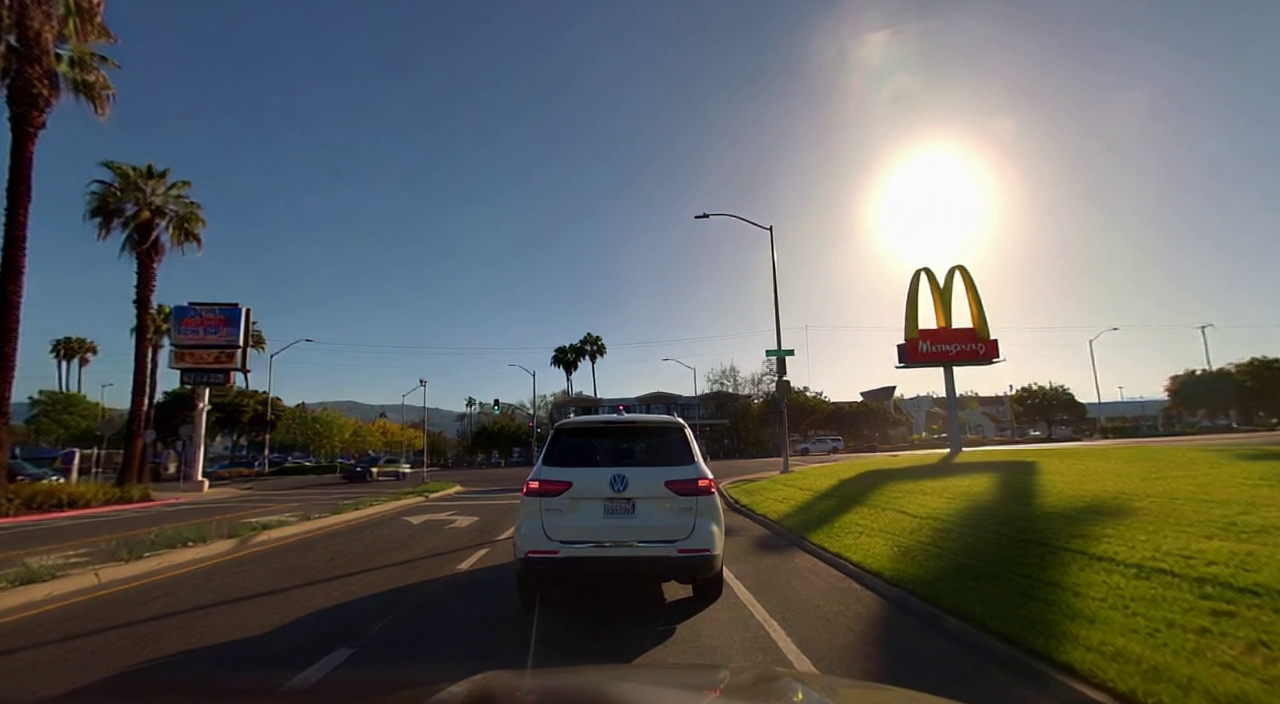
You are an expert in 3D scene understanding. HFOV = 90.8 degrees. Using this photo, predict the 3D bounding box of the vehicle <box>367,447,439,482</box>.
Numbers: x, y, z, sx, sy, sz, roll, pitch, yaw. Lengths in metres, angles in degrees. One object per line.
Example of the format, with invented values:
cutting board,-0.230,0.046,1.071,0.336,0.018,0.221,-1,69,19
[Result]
vehicle,-12.506,5.915,33.611,1.965,1.718,4.466,0,-9,2

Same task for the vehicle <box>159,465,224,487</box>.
vehicle,-33.307,9.223,47.019,1.792,1.439,3.952,-1,-9,3

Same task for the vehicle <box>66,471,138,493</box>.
vehicle,-39.930,9.623,47.021,1.602,1.400,4.220,0,-9,0

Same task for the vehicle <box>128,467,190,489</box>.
vehicle,-35.619,9.322,46.889,1.641,1.375,3.640,0,-9,1

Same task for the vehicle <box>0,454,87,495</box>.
vehicle,-28.098,5.432,28.216,4.584,1.714,2.186,4,-10,-27

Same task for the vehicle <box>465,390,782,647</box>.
vehicle,-0.136,1.418,6.324,2.137,1.728,3.926,0,-9,-1
